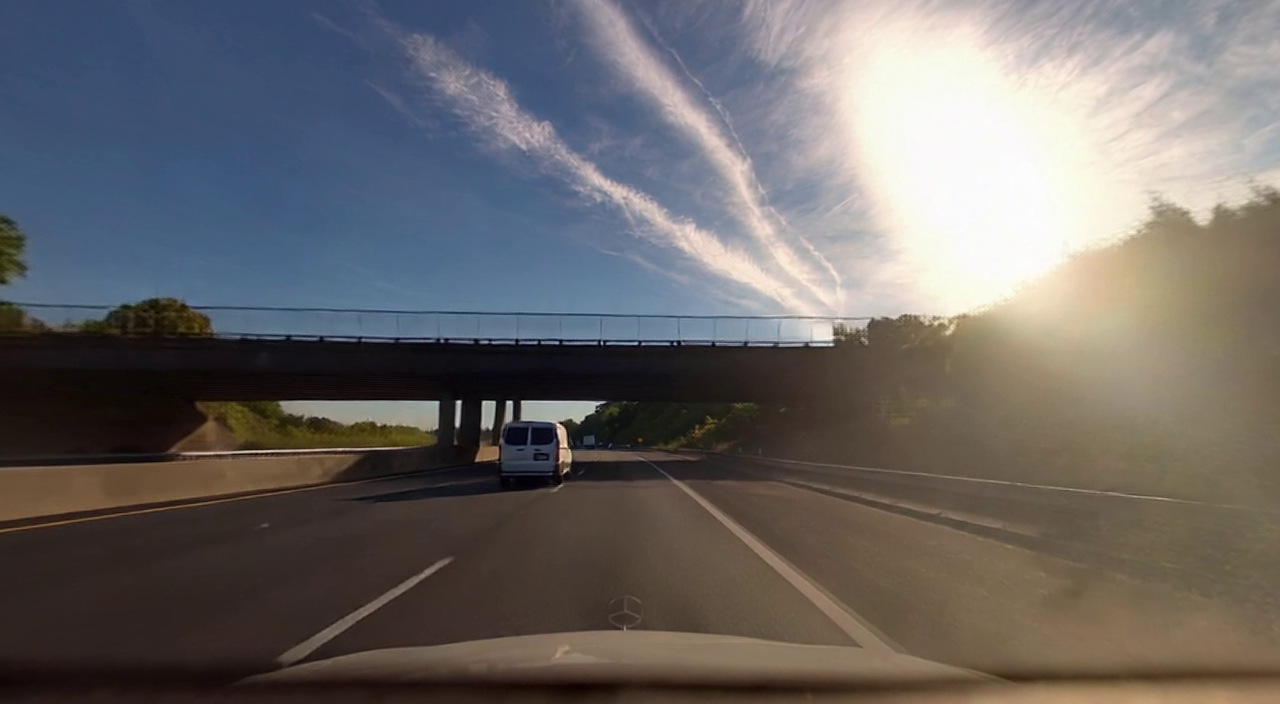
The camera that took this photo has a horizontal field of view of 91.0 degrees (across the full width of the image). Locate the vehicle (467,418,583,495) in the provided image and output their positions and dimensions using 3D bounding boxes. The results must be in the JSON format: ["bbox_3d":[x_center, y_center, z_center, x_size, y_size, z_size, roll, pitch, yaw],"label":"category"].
[{"bbox_3d":[-3.067,2.952,18.107,2.372,1.891,5.061,0,-8,0],"label":"vehicle"}]
